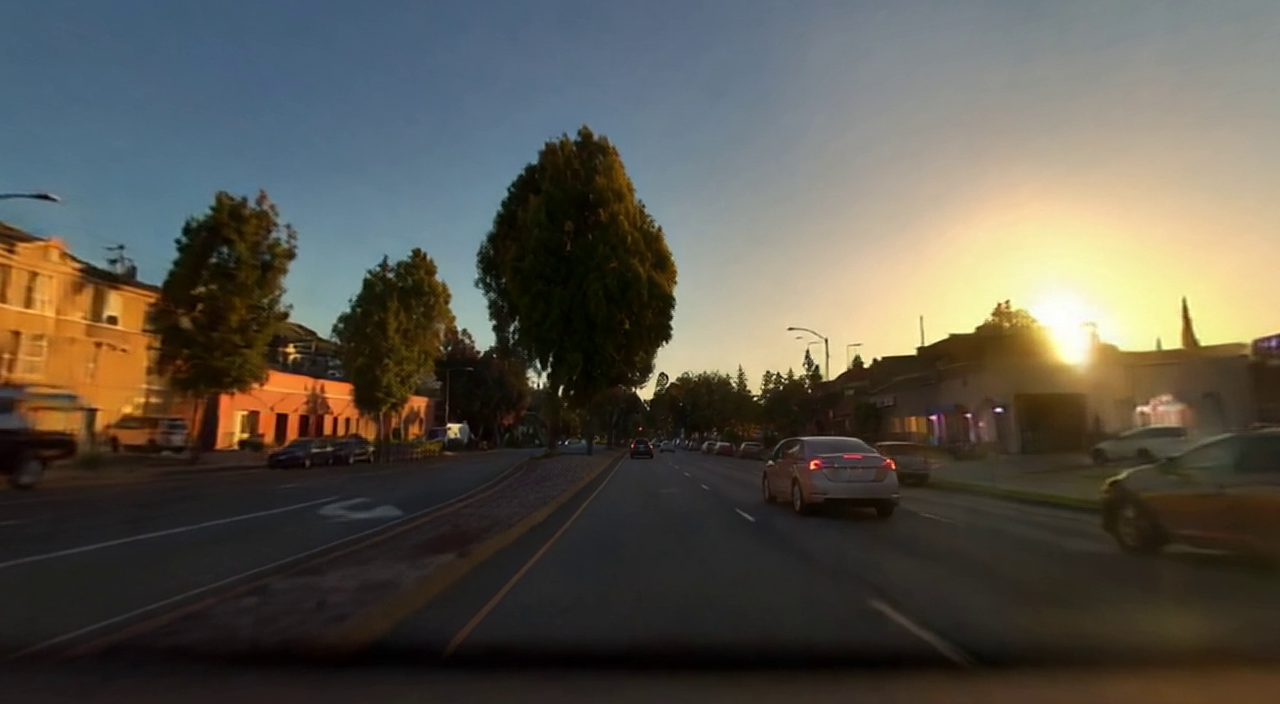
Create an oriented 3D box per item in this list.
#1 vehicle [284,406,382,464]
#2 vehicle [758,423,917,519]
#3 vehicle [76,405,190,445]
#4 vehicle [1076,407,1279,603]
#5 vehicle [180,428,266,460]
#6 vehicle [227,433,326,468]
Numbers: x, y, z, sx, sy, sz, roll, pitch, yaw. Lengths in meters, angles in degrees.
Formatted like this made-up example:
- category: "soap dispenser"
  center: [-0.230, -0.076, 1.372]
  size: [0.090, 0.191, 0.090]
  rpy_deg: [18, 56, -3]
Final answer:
- category: "vehicle"
  center: [-18.933, 5.242, 39.419]
  size: [2.811, 3.326, 6.083]
  rpy_deg: [0, -9, 2]
- category: "vehicle"
  center: [3.876, 2.416, 13.207]
  size: [2.072, 1.669, 3.836]
  rpy_deg: [0, -9, 0]
- category: "vehicle"
  center: [-26.908, 3.922, 33.596]
  size: [4.235, 2.032, 2.010]
  rpy_deg: [0, -9, 1]
- category: "vehicle"
  center: [6.806, 1.400, 5.797]
  size: [2.134, 1.738, 4.833]
  rpy_deg: [0, -9, 0]
- category: "vehicle"
  center: [-25.618, 5.700, 38.840]
  size: [3.907, 1.800, 1.917]
  rpy_deg: [-2, -10, 2]
- category: "vehicle"
  center: [-18.917, 5.153, 33.121]
  size: [2.015, 1.647, 5.085]
  rpy_deg: [0, -9, 2]
